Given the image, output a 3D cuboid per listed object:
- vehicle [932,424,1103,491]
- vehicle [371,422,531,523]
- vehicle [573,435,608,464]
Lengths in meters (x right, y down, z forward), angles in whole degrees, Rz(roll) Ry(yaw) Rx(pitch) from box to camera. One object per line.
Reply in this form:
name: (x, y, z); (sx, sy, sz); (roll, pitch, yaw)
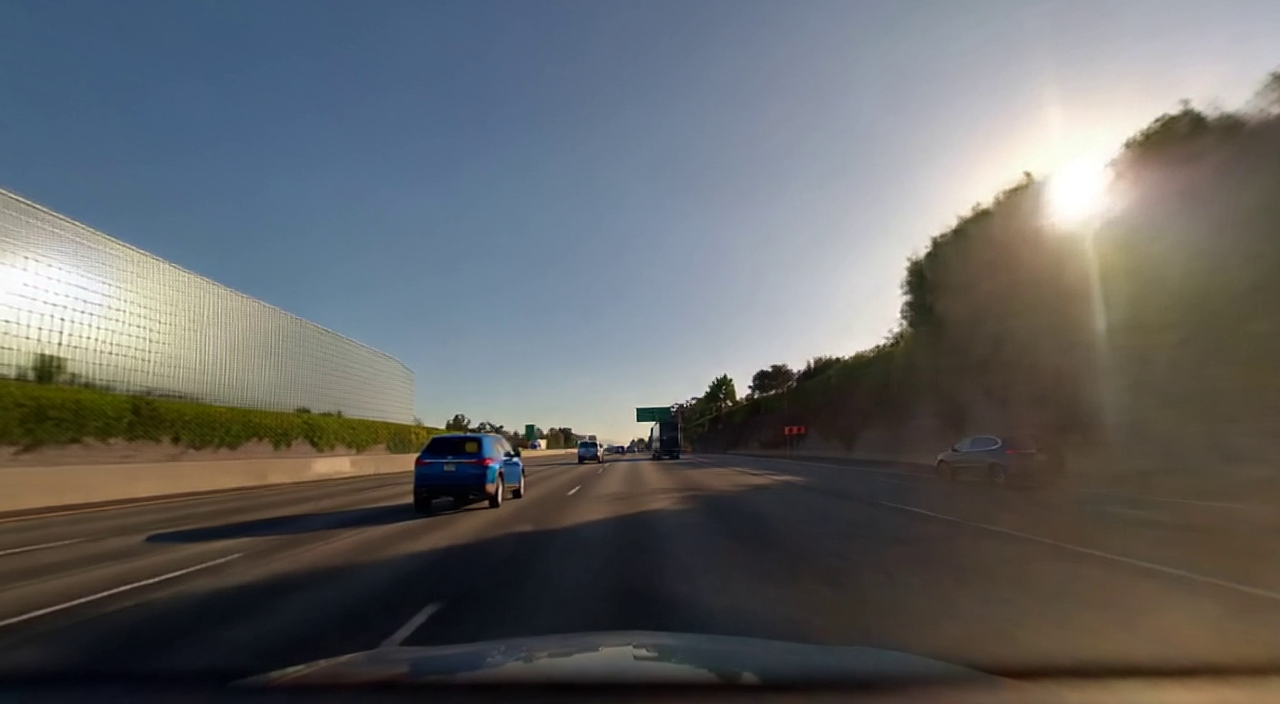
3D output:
vehicle: (11.444, 3.267, 19.756); (2.089, 1.787, 5.080); (0, -9, -2)
vehicle: (-3.615, 2.406, 13.054); (2.039, 1.710, 4.237); (0, -9, -1)
vehicle: (-3.646, 7.346, 47.720); (2.284, 2.022, 5.752); (0, -9, -1)
